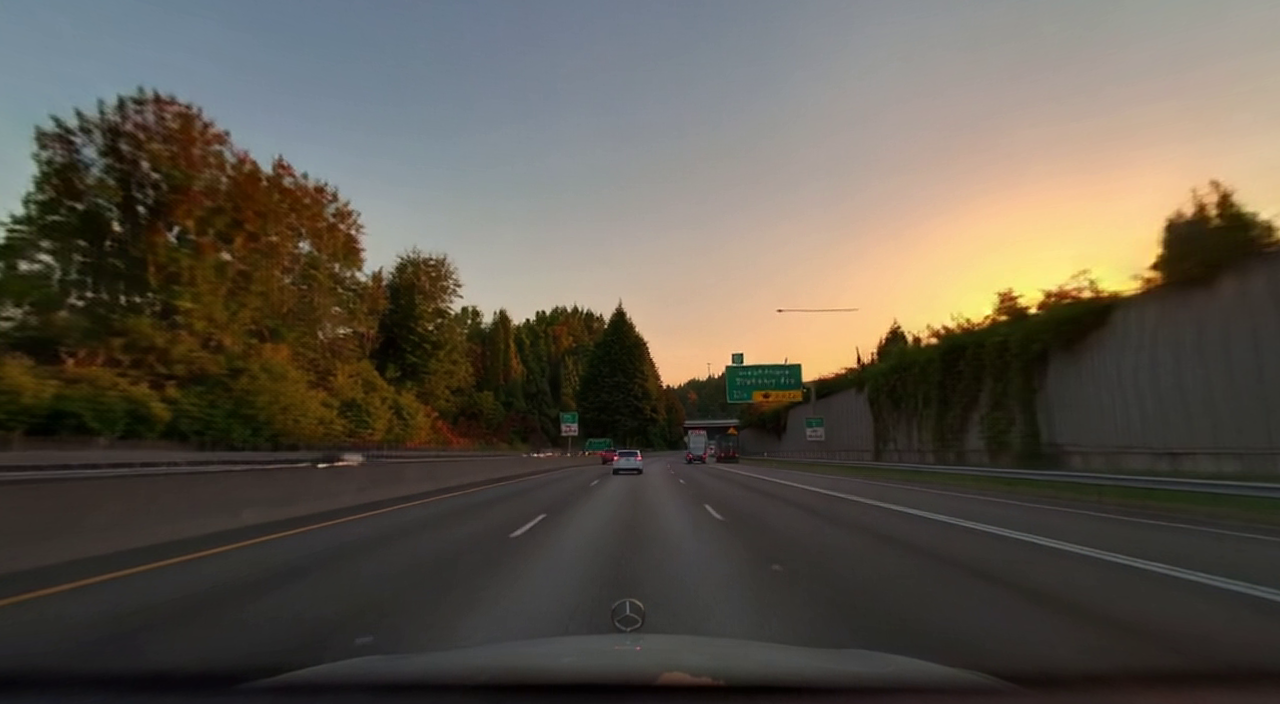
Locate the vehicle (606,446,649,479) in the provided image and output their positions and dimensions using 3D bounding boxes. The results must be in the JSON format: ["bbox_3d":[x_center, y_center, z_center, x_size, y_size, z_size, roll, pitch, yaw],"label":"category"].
[{"bbox_3d":[-0.568,5.582,32.064,2.035,1.513,4.272,0,-9,1],"label":"vehicle"}]
